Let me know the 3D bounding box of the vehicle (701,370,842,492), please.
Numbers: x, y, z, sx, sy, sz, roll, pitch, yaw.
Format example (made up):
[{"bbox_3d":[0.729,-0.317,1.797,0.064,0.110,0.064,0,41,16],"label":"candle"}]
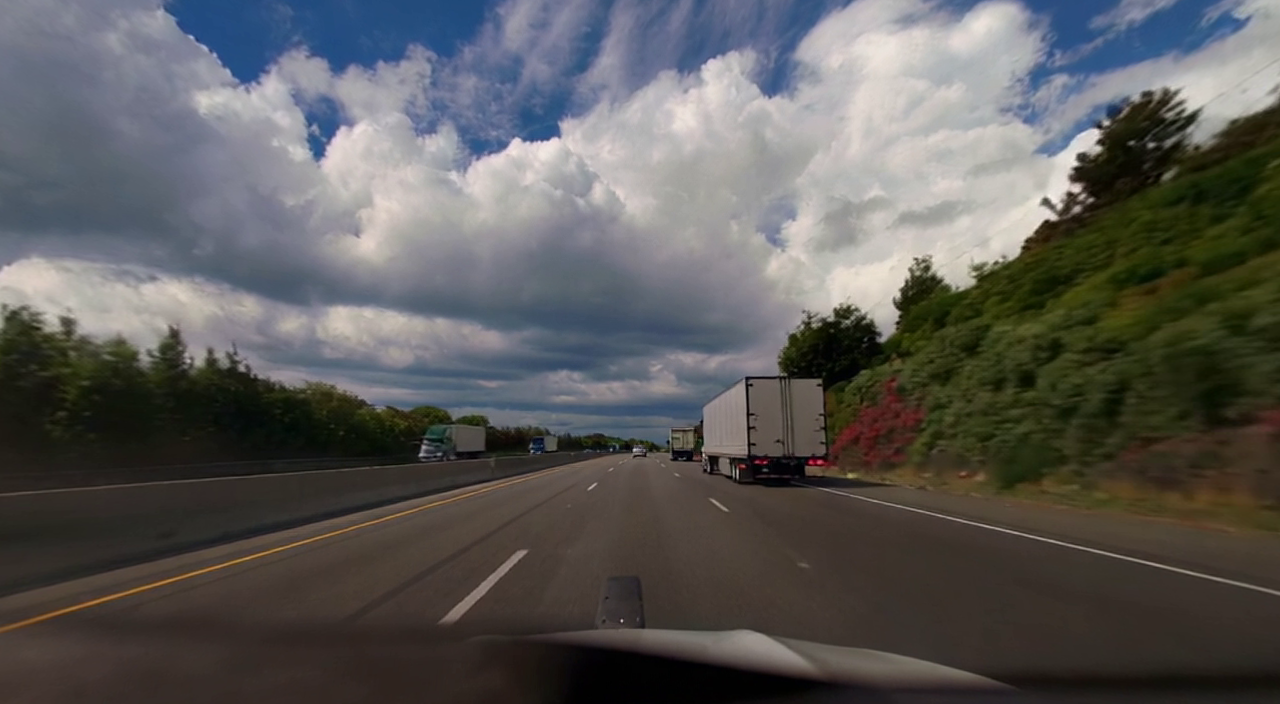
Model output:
[{"bbox_3d":[4.576,3.248,24.843,3.032,3.785,10.333,0,-9,-2],"label":"vehicle"}]
